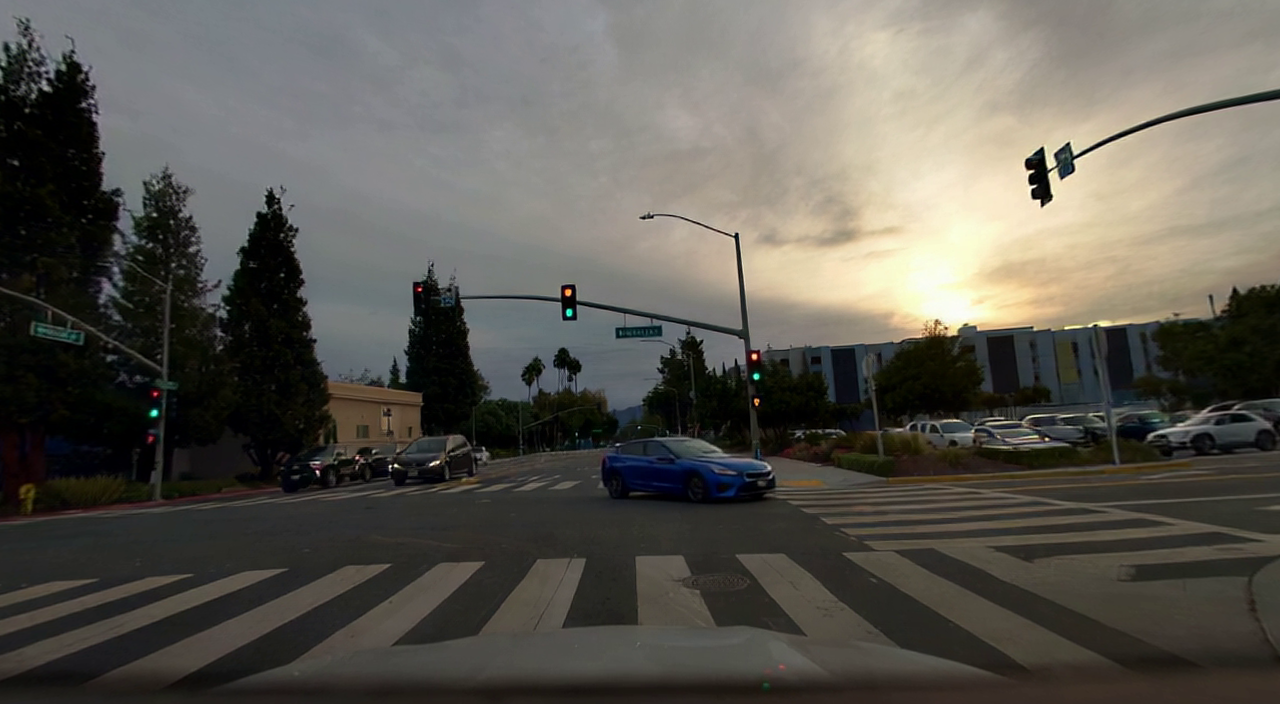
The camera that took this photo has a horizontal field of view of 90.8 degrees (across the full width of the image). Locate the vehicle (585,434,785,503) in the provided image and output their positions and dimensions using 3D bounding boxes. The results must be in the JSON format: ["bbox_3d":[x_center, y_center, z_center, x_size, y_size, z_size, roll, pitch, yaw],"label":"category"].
[{"bbox_3d":[1.035,2.849,15.844,4.592,1.470,2.071,-7,-11,37],"label":"vehicle"}]

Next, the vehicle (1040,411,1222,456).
[{"bbox_3d":[16.946,2.905,22.116,4.560,1.453,1.851,-3,-9,18],"label":"vehicle"}]

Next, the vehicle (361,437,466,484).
[{"bbox_3d":[-10.145,4.919,28.979,2.664,1.940,5.702,0,-9,0],"label":"vehicle"}]

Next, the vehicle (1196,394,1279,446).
[{"bbox_3d":[24.603,2.784,24.998,2.098,1.857,4.861,-3,-9,20],"label":"vehicle"}]

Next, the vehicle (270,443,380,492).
[{"bbox_3d":[-13.776,5.066,28.067,2.306,1.957,4.968,0,-9,-1],"label":"vehicle"}]
